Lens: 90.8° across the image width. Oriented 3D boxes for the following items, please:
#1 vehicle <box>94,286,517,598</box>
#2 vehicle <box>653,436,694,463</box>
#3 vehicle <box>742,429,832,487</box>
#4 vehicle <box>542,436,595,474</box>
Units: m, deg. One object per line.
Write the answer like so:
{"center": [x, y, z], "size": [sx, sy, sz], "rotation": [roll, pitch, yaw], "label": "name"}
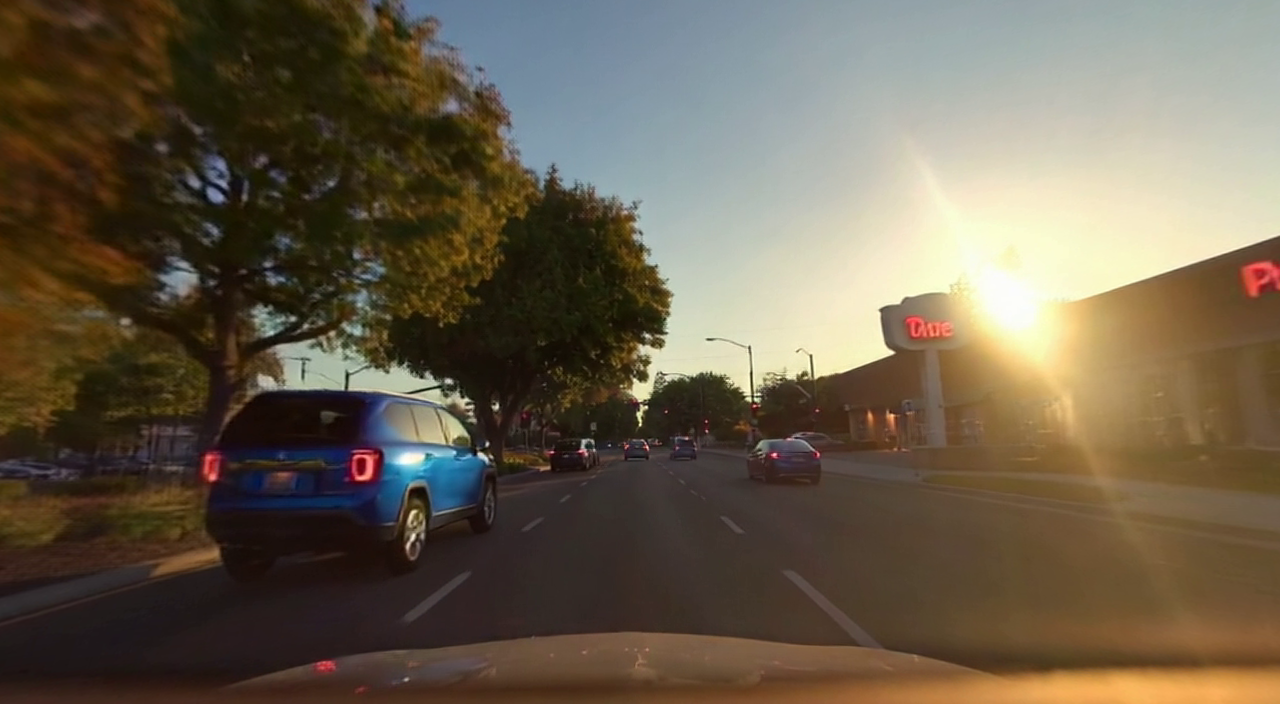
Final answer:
{"center": [-3.528, 1.208, 8.615], "size": [2.443, 2.784, 5.862], "rotation": [0, -9, 1], "label": "vehicle"}
{"center": [2.500, 7.057, 45.659], "size": [2.209, 1.806, 4.689], "rotation": [-2, -9, 12], "label": "vehicle"}
{"center": [4.560, 3.376, 20.264], "size": [1.869, 1.646, 4.166], "rotation": [0, -9, 0], "label": "vehicle"}
{"center": [-3.377, 5.001, 30.810], "size": [2.030, 1.724, 4.365], "rotation": [0, -9, 1], "label": "vehicle"}
